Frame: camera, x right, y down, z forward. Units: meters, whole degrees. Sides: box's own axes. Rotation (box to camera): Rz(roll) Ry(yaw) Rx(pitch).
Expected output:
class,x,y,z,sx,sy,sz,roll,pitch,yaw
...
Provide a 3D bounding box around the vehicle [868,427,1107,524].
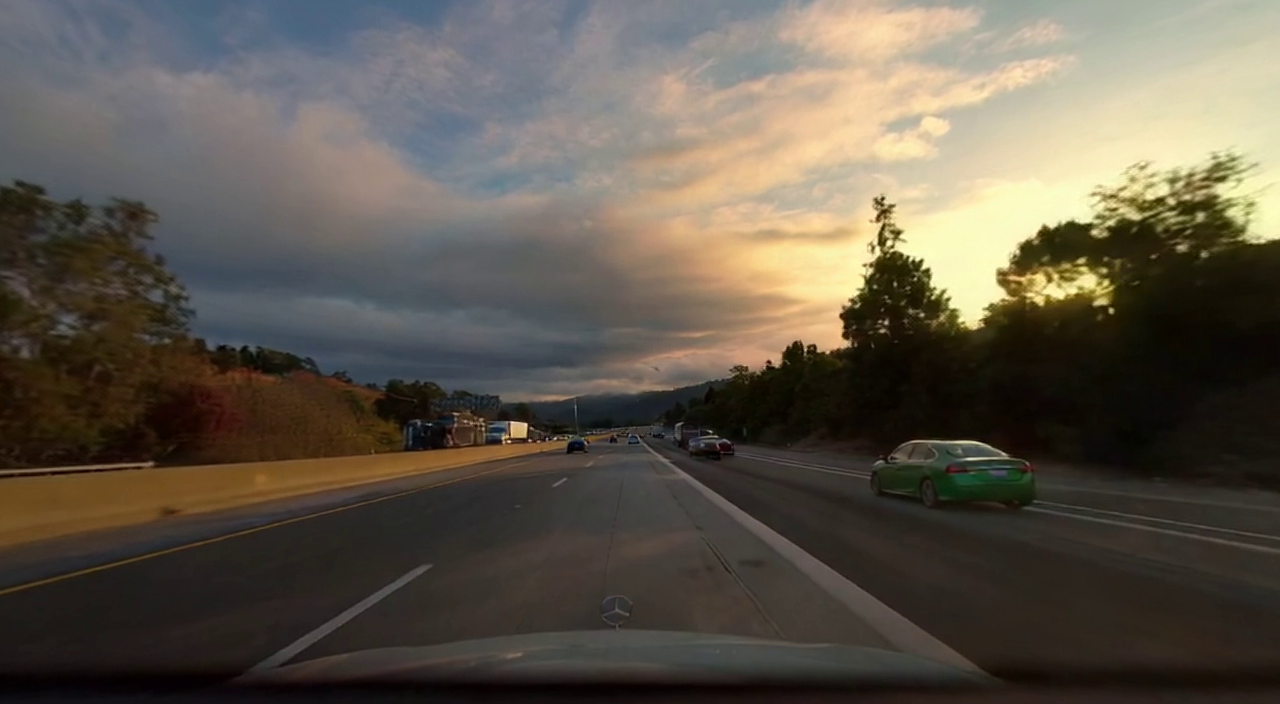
class,x,y,z,sx,sy,sz,roll,pitch,yaw
vehicle,6.195,2.212,11.983,2.028,1.488,4.236,0,-8,-2

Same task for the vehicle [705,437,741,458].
class,x,y,z,sx,sy,sz,roll,pitch,yaw
vehicle,5.763,6.658,44.196,1.920,1.436,3.890,0,-8,-2
